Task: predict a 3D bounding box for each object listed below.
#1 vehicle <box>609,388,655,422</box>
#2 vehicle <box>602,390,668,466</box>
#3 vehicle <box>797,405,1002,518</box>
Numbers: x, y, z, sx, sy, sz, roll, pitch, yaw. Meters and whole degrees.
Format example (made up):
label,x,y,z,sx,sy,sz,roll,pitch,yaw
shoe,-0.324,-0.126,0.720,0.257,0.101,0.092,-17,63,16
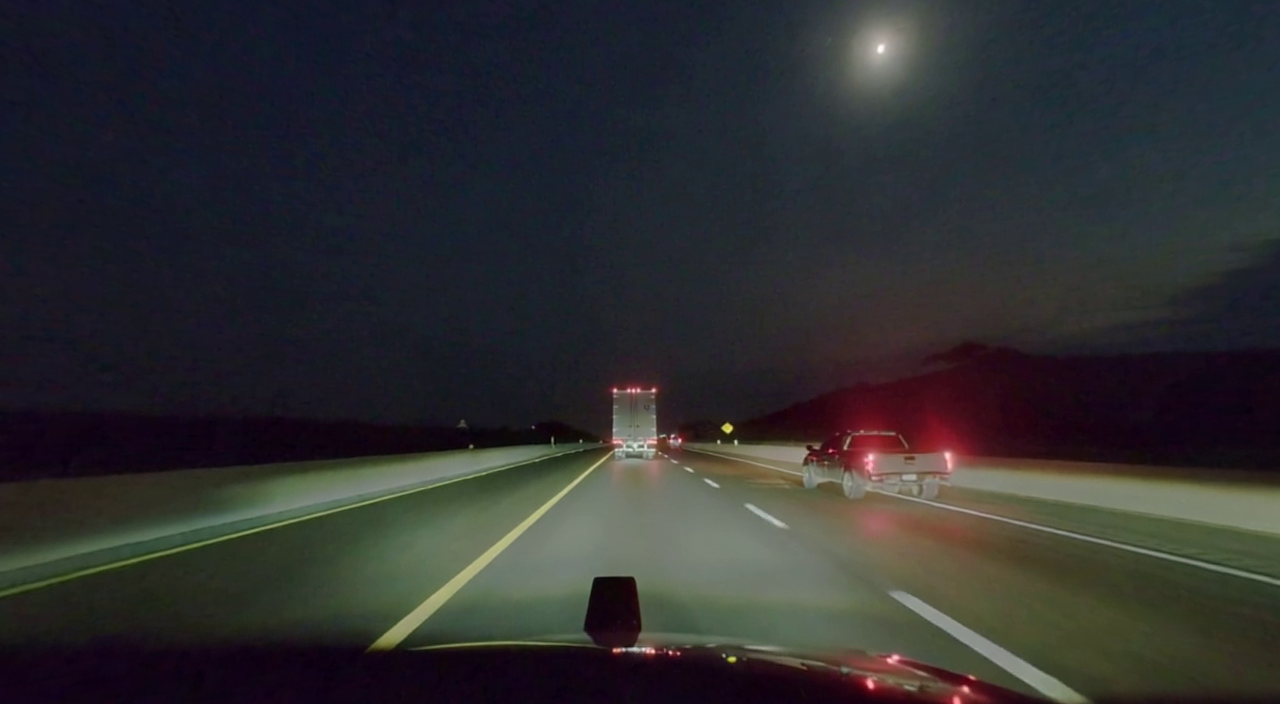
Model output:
label,x,y,z,sx,sy,sz,roll,pitch,yaw
vehicle,-0.385,2.647,30.801,2.112,1.472,4.240,0,-8,-1
vehicle,-0.499,4.196,35.193,2.953,3.406,13.372,1,-7,-2
vehicle,4.818,2.089,12.615,2.091,1.829,4.625,0,-8,-1
